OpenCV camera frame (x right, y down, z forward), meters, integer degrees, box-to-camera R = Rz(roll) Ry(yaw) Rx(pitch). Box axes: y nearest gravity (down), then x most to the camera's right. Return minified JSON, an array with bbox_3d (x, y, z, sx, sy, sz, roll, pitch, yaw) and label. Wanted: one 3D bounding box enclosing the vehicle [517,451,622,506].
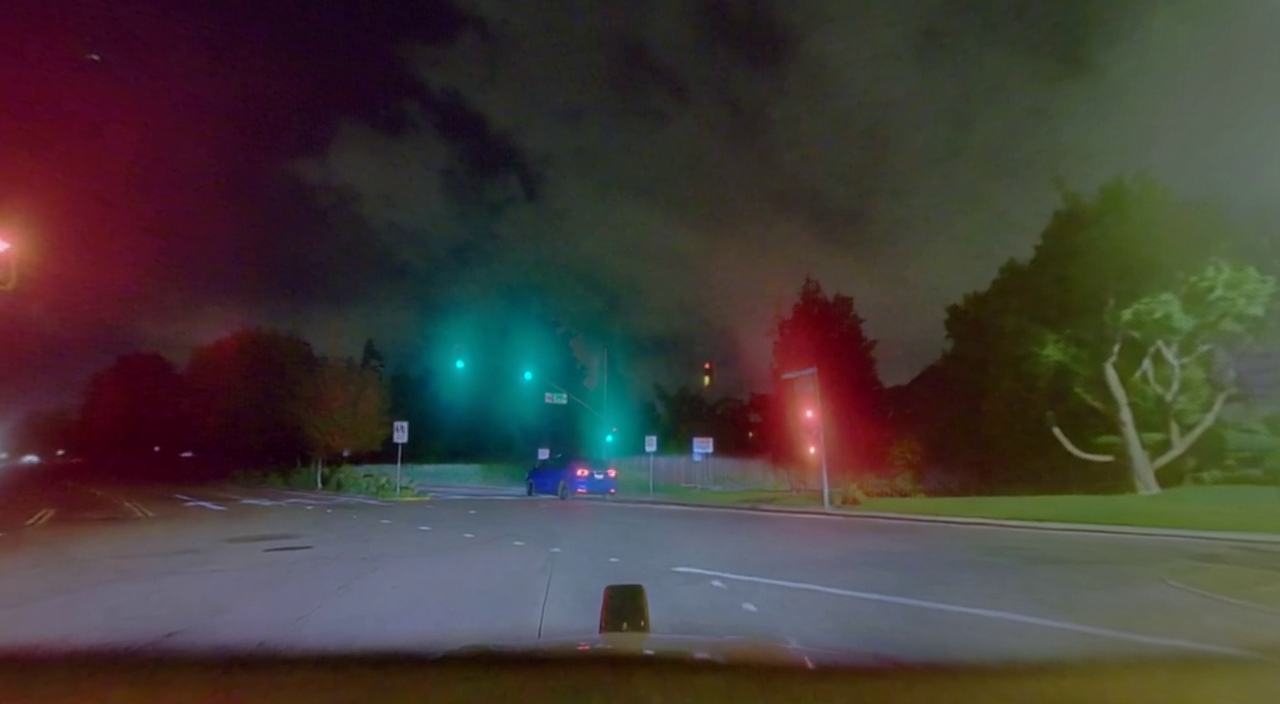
[{"bbox_3d":[-2.758,4.623,23.423,2.284,1.788,4.871,5,-11,-26],"label":"vehicle"}]
